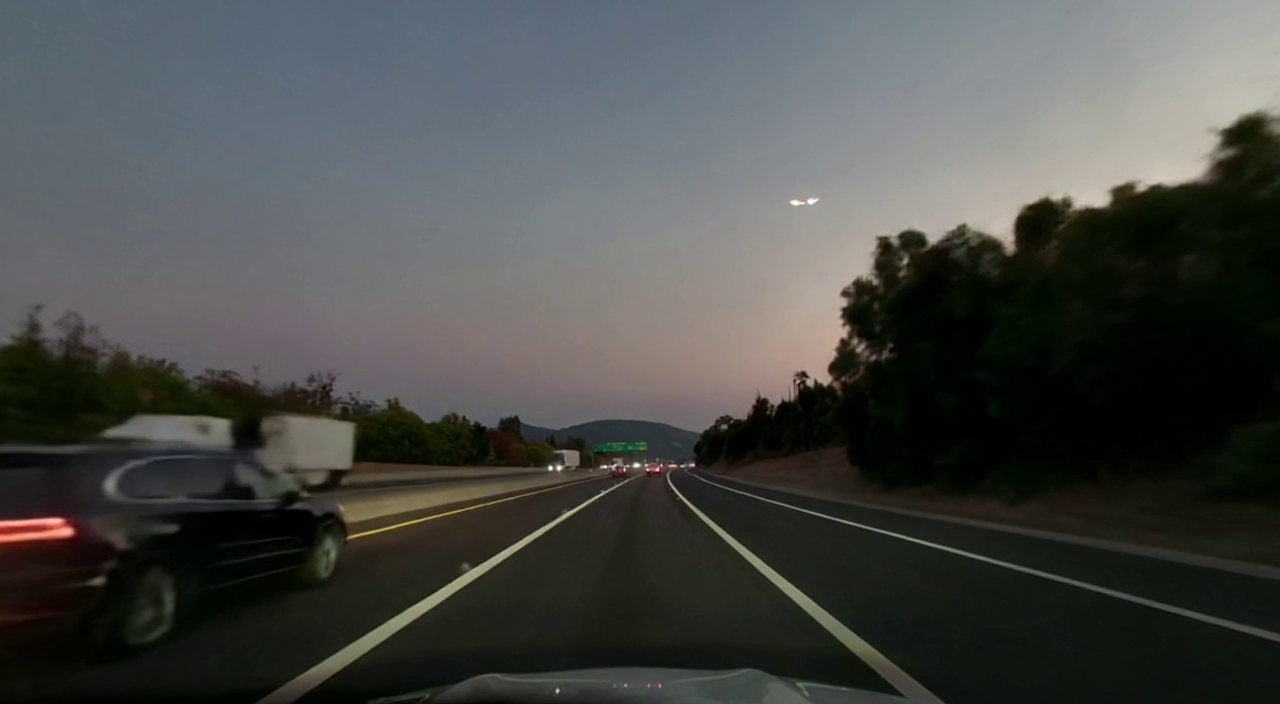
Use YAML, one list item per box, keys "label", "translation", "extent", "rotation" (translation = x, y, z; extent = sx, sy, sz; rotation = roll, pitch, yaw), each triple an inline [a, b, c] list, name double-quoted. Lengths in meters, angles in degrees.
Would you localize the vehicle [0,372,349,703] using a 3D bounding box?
- label: "vehicle"
  translation: [-4.134, 1.141, 4.233]
  extent: [2.053, 1.657, 4.725]
  rotation: [1, -11, 0]
